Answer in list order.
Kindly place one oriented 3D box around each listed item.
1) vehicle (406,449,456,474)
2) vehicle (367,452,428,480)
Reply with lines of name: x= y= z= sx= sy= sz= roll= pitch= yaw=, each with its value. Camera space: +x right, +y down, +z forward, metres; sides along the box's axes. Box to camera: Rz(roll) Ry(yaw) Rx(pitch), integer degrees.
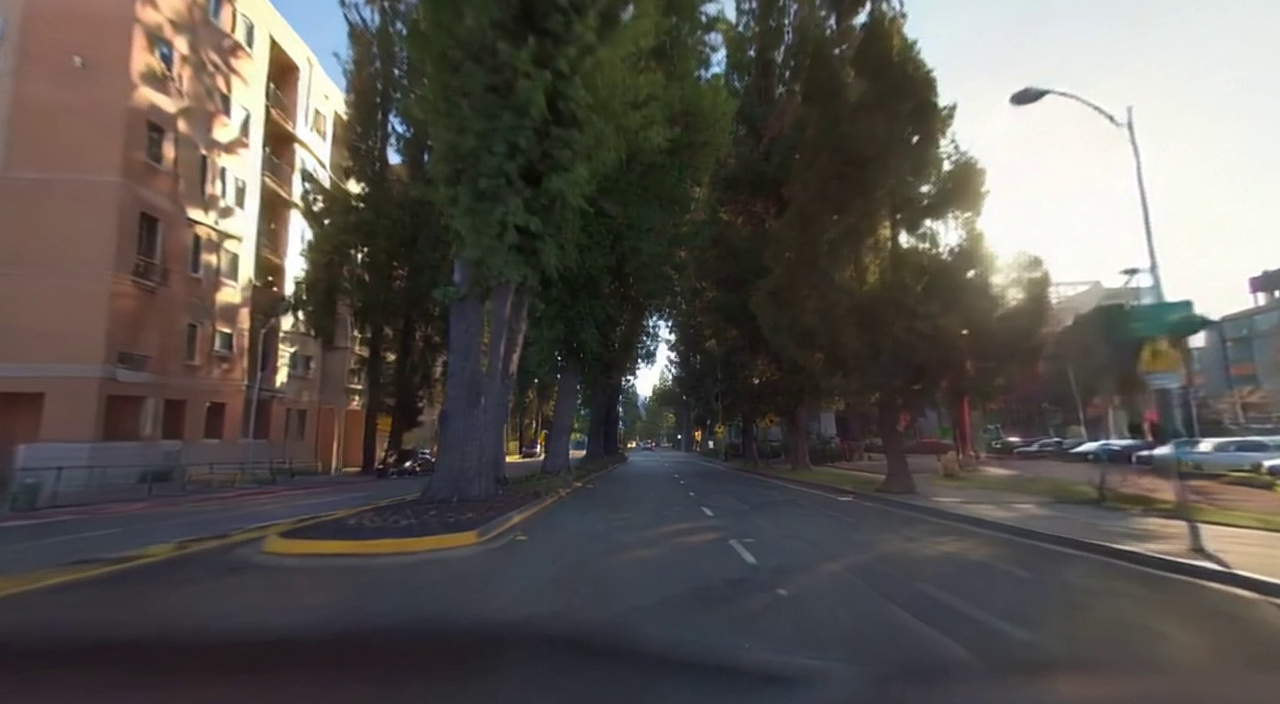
vehicle: x=-13.864 y=7.283 z=42.087 sx=1.816 sy=1.567 sz=3.957 roll=-1 pitch=-8 yaw=3
vehicle: x=-13.949 y=6.568 z=36.541 sx=1.835 sy=1.434 sz=4.325 roll=0 pitch=-8 yaw=0
